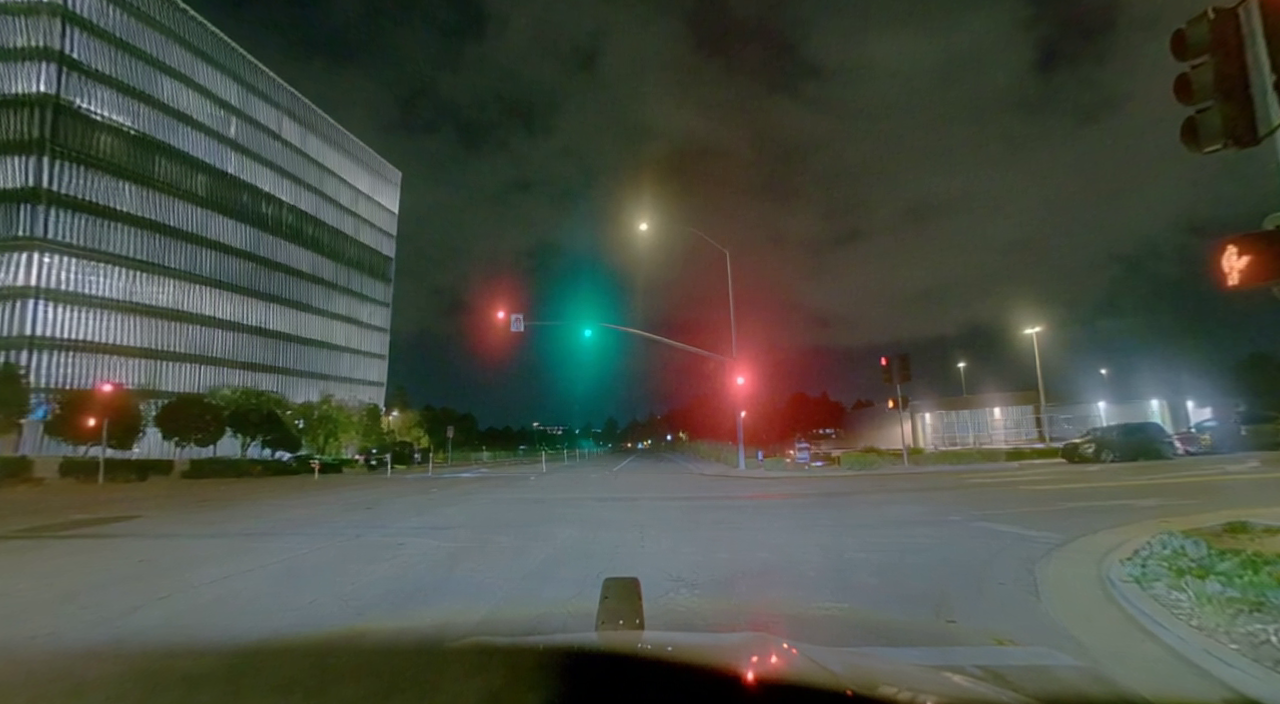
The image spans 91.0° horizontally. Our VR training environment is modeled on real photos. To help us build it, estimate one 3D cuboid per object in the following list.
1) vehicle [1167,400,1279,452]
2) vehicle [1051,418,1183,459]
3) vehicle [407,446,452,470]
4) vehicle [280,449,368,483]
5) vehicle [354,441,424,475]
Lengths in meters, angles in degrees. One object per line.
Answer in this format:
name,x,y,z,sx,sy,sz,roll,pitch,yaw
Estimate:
vehicle,24.408,3.026,25.195,2.109,1.836,5.080,-2,-10,0
vehicle,19.072,3.524,25.495,1.834,1.480,4.458,0,-9,-1
vehicle,-15.146,7.641,45.577,1.932,1.605,4.146,1,-9,-2
vehicle,-14.805,5.333,29.794,1.790,1.437,4.349,0,-9,2
vehicle,-14.891,6.307,37.729,2.091,1.915,5.040,0,-9,0
